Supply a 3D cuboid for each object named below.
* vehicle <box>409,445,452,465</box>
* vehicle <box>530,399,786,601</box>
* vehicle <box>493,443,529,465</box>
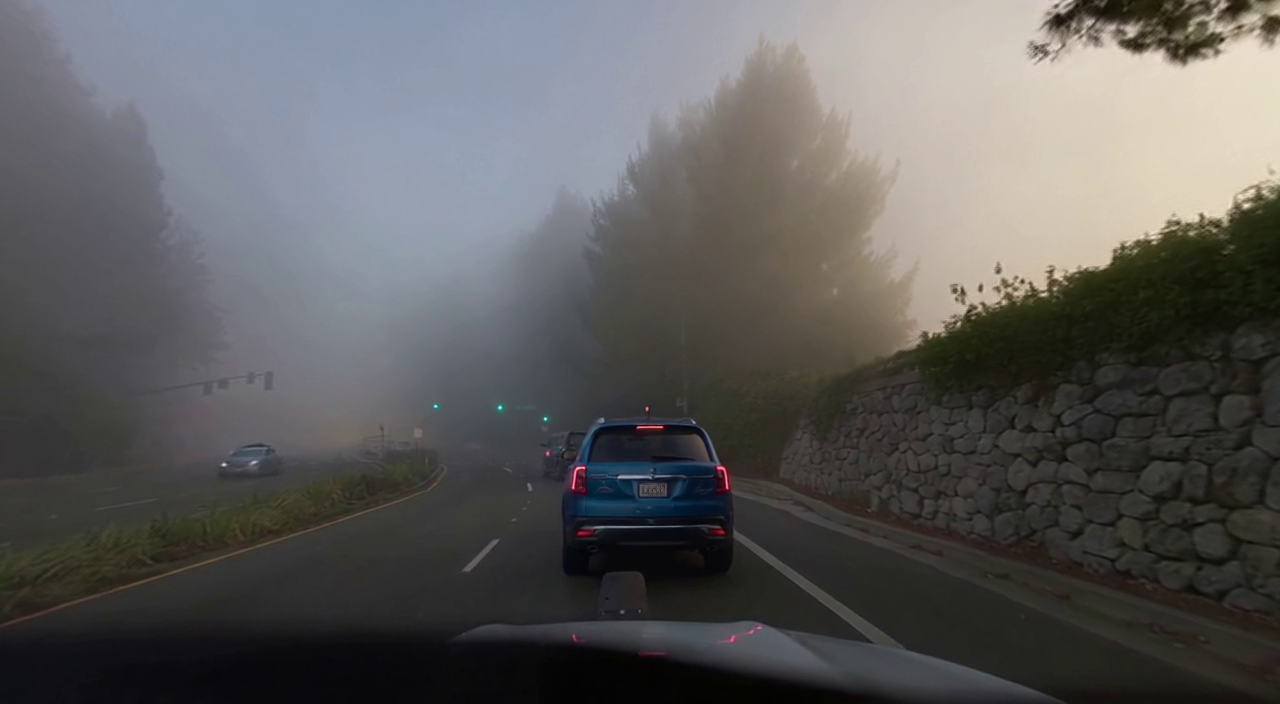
[{"bbox_3d":[-16.464,7.997,49.417,2.023,1.474,4.286,6,-10,-34],"label":"vehicle"},{"bbox_3d":[-0.007,1.624,7.831,2.287,1.762,4.269,1,-8,-5],"label":"vehicle"},{"bbox_3d":[-9.431,7.351,45.886,1.837,1.483,4.559,3,-9,-21],"label":"vehicle"}]
